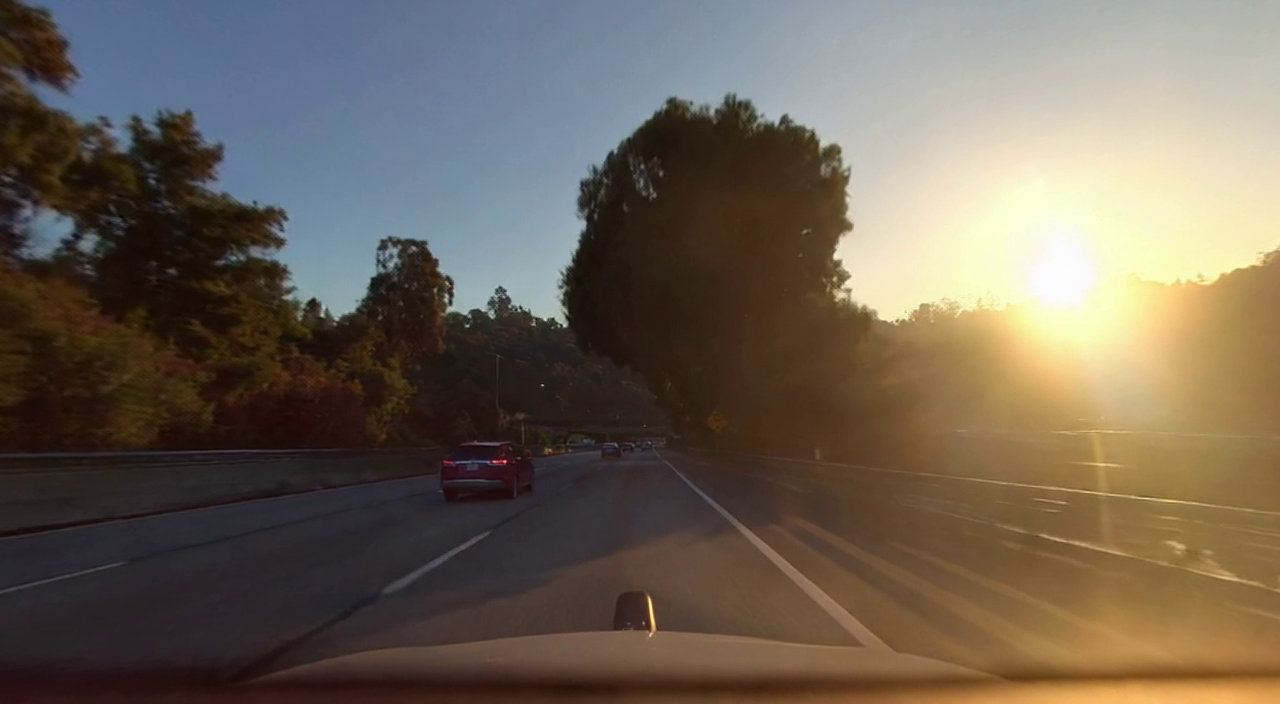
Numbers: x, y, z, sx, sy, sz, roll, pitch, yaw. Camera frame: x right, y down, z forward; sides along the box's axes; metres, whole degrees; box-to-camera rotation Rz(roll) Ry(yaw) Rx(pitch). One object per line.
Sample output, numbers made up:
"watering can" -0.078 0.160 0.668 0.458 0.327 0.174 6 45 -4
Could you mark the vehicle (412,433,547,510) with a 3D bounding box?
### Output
"vehicle" -3.594 2.751 15.000 1.993 1.538 4.192 0 -8 2
